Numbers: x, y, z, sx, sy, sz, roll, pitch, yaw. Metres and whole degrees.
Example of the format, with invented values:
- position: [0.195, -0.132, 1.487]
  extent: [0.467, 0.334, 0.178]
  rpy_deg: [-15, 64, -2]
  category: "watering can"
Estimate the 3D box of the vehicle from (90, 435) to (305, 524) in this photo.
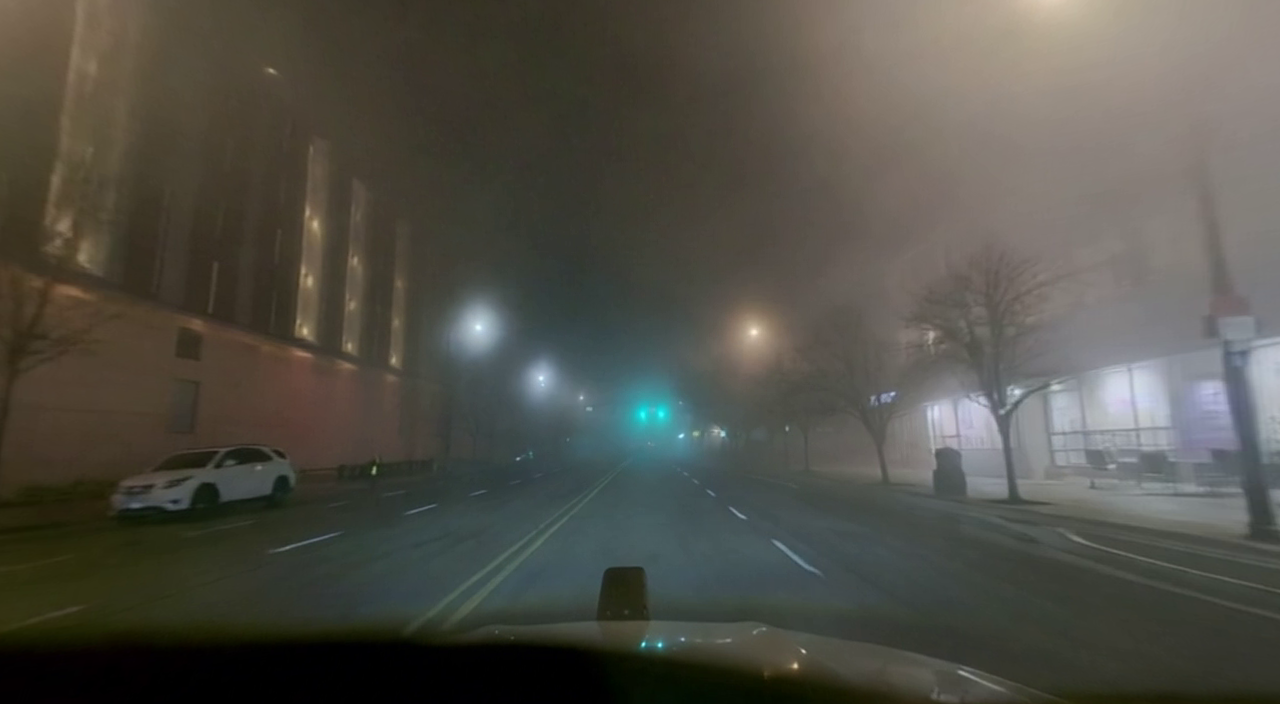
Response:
- position: [-10.781, 3.063, 15.944]
  extent: [2.060, 1.796, 4.675]
  rpy_deg: [-1, -7, 0]
  category: "vehicle"
